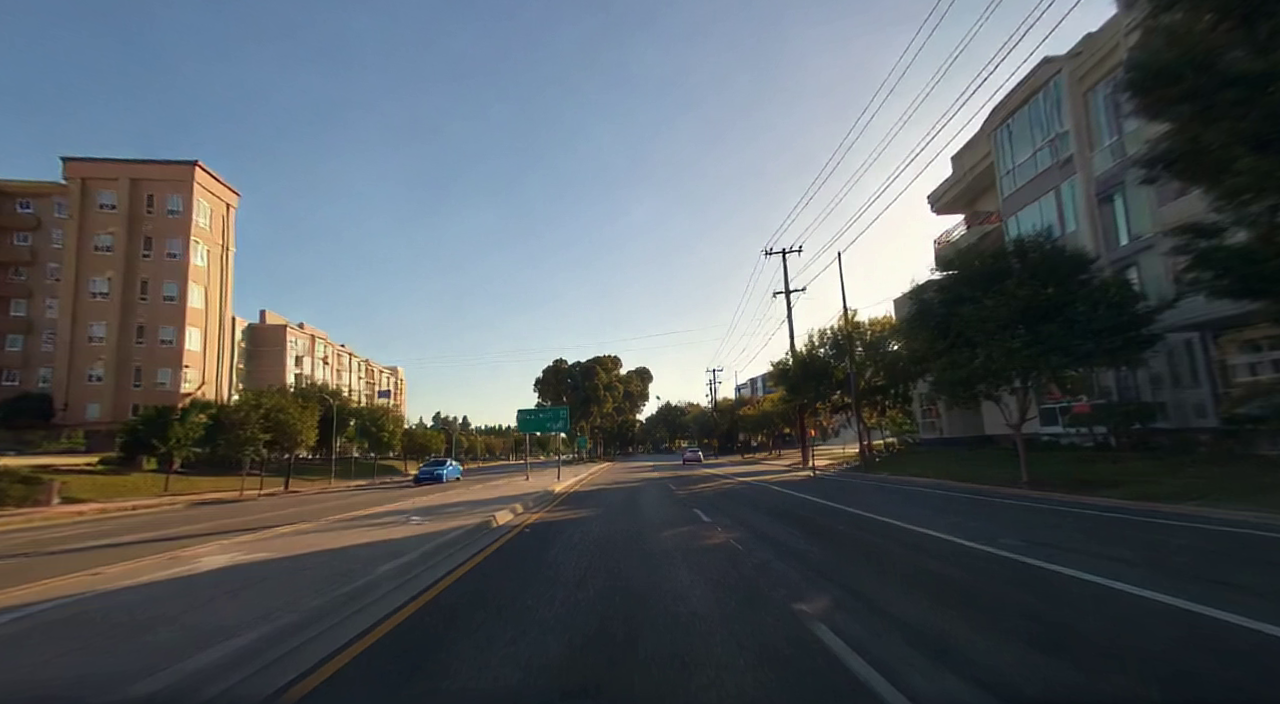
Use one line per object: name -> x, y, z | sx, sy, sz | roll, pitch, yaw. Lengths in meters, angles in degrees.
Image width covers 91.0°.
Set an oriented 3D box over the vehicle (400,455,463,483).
vehicle -> -12.182, 6.866, 37.113 | 2.116, 1.470, 4.581 | 0, -9, 0
